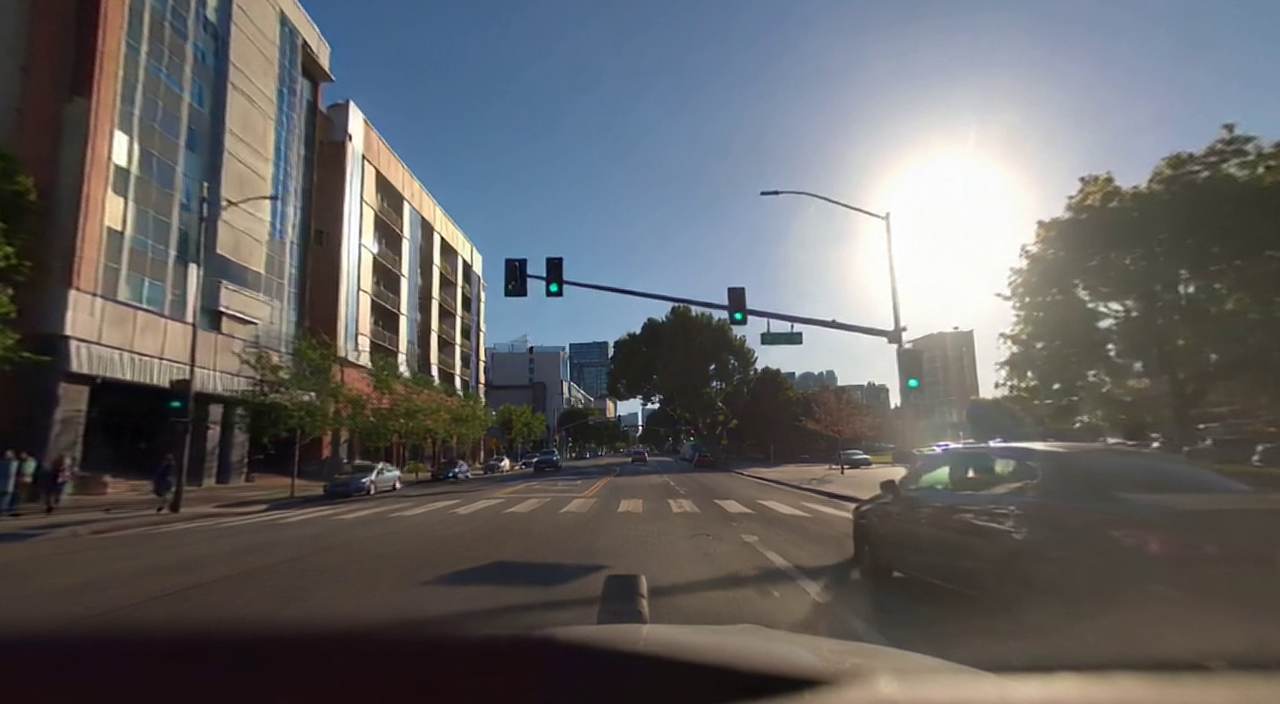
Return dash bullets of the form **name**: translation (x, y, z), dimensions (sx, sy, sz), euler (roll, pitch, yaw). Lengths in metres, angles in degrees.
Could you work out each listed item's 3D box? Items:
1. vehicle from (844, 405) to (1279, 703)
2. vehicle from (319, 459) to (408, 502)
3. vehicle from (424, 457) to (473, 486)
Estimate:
- **vehicle**: translation (3.105, 1.250, 4.039), dimensions (2.080, 1.524, 4.348), euler (0, -9, -1)
- **vehicle**: translation (-12.200, 5.676, 28.080), dimensions (1.910, 1.511, 4.565), euler (-1, -7, 0)
- **vehicle**: translation (-12.172, 7.588, 40.206), dimensions (1.867, 1.583, 4.108), euler (-1, -8, 0)
